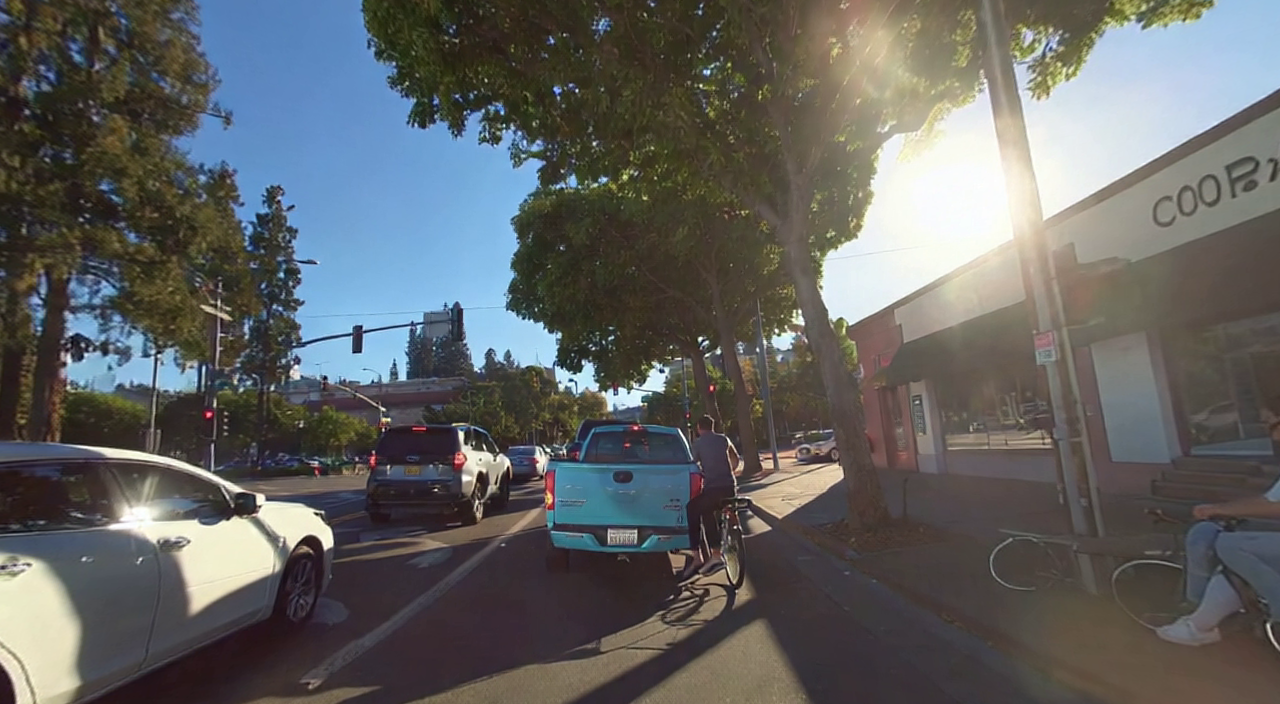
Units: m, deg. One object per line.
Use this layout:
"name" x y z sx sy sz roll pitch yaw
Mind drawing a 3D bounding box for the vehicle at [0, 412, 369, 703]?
"vehicle" -3.563 1.171 3.686 2.064 1.486 4.140 0 -9 1

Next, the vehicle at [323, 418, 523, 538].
"vehicle" -3.611 2.199 11.596 2.046 1.750 4.452 0 -9 0

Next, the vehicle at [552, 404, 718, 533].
"vehicle" -0.117 2.086 11.855 2.426 1.882 5.027 0 -9 -1
